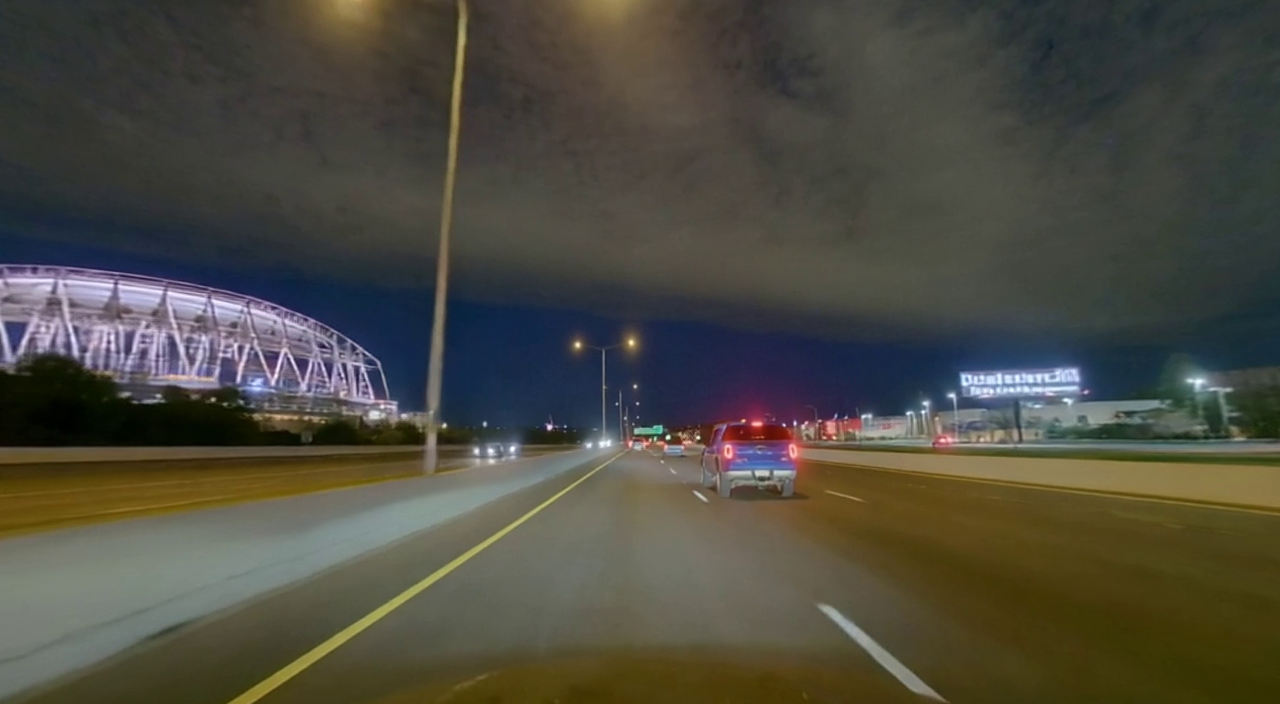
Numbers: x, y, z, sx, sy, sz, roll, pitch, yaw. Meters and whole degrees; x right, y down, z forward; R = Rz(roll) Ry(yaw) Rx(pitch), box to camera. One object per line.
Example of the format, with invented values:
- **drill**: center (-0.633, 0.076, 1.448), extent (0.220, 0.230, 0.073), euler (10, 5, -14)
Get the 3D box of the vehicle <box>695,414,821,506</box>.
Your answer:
- **vehicle**: center (2.802, 2.731, 16.356), extent (2.199, 2.002, 4.970), euler (0, -8, -1)
